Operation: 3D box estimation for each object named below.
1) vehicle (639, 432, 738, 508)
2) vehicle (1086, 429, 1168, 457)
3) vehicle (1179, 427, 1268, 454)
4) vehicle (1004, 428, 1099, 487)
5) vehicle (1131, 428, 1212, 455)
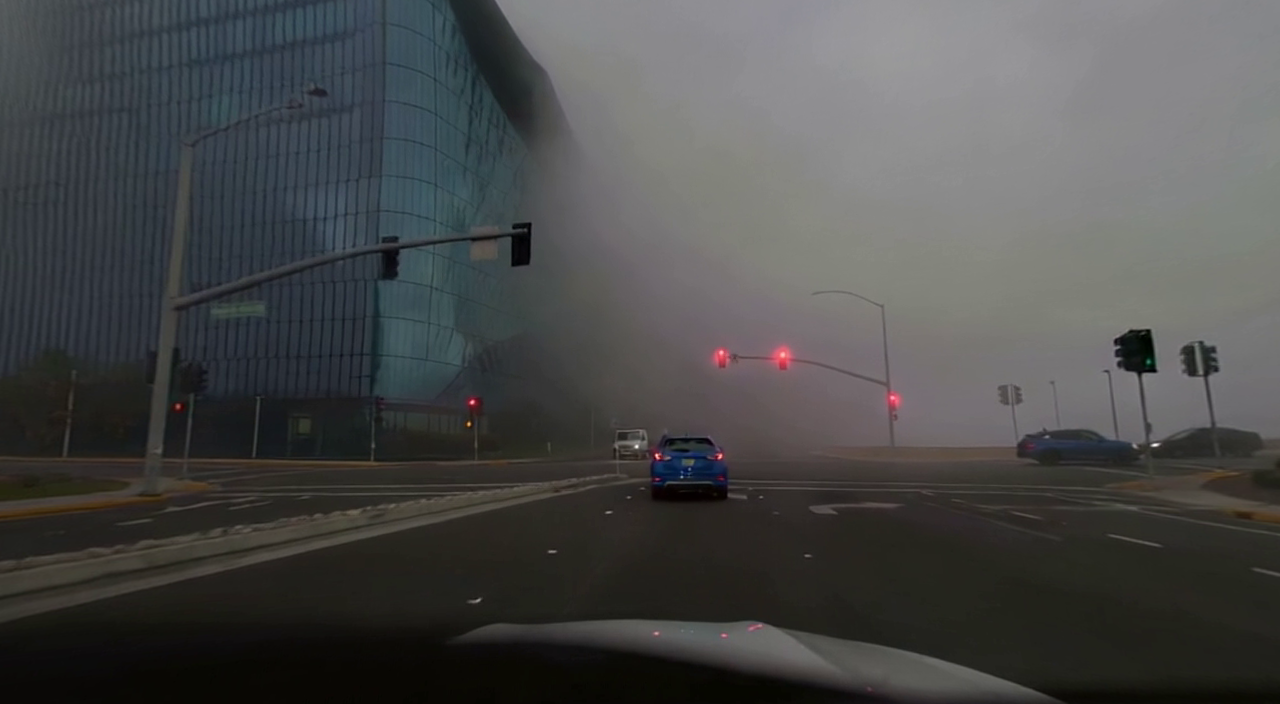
[{"bbox_3d":[1.272,2.734,15.072,2.014,1.525,4.197,-1,-9,8],"label":"vehicle"},{"bbox_3d":[28.583,5.399,37.144,1.864,1.519,4.317,-1,-9,8],"label":"vehicle"},{"bbox_3d":[33.337,5.100,36.125,1.743,1.472,3.772,-1,-9,6],"label":"vehicle"},{"bbox_3d":[13.974,3.518,21.249,2.174,1.749,4.739,-6,-11,37],"label":"vehicle"},{"bbox_3d":[30.853,5.240,36.669,1.816,1.476,3.652,-1,-9,8],"label":"vehicle"}]
